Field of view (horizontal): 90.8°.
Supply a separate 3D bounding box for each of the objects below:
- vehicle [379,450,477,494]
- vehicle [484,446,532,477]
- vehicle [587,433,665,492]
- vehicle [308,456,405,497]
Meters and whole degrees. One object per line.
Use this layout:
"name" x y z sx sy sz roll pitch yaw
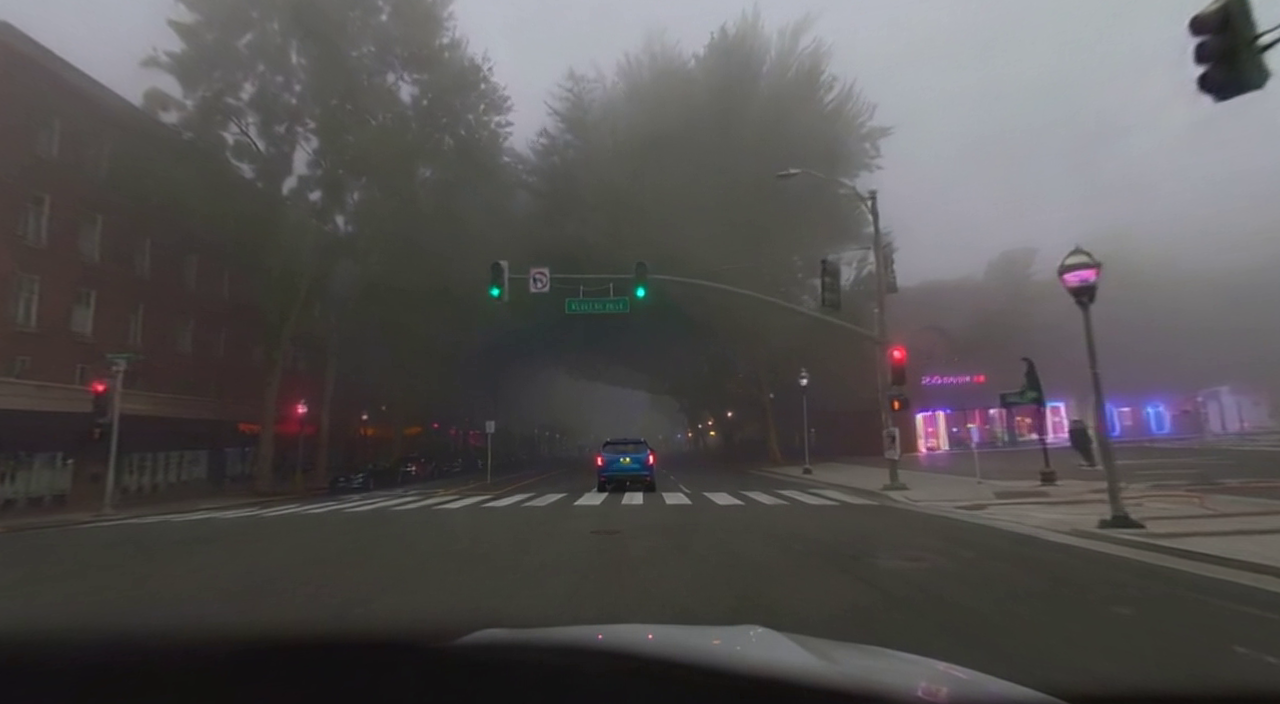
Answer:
"vehicle" -8.125 4.608 24.748 2.152 1.468 4.737 0 -8 1
"vehicle" -8.123 6.722 39.123 2.109 1.628 4.108 -4 -9 -1
"vehicle" -0.438 3.742 21.833 2.382 1.796 4.610 0 -8 0
"vehicle" -11.572 5.093 26.202 1.972 1.475 4.381 0 -8 0
